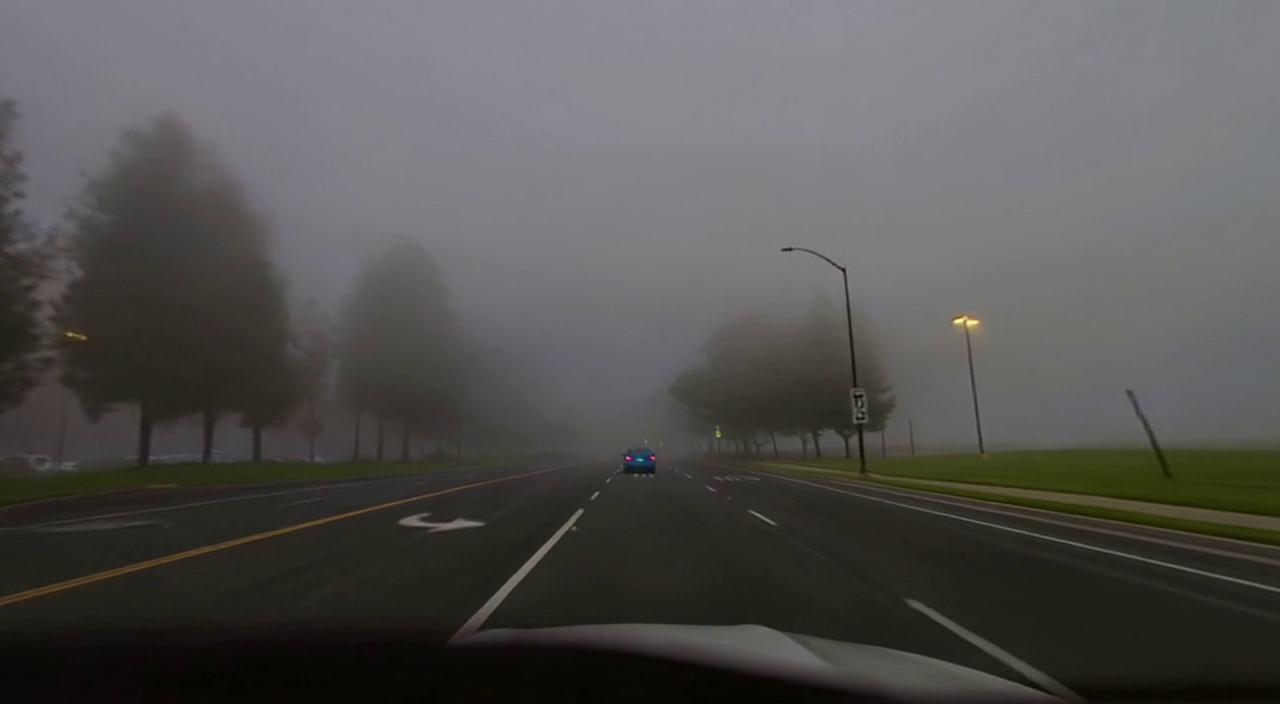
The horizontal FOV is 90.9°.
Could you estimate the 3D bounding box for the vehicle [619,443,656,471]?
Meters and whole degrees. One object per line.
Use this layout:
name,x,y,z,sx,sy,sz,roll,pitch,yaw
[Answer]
vehicle,-0.178,6.070,36.604,1.978,1.499,3.915,0,-8,-1
